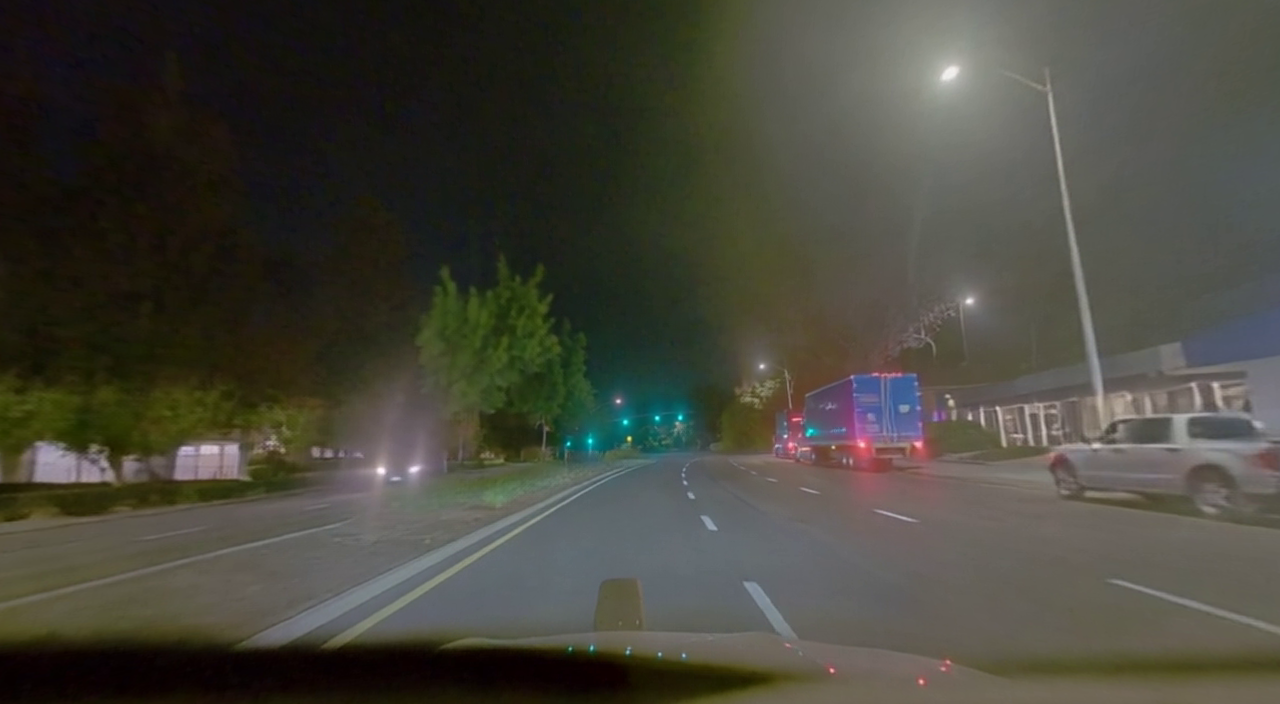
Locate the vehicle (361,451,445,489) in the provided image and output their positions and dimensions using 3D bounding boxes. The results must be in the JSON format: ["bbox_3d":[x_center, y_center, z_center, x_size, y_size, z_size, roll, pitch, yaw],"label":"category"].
[{"bbox_3d":[-10.452,5.214,28.261,1.907,1.505,4.354,-1,-9,2],"label":"vehicle"}]

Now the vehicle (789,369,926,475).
[{"bbox_3d":[11.215,4.230,35.440,2.907,4.439,17.681,-1,-8,5],"label":"vehicle"}]

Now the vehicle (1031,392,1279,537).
[{"bbox_3d":[9.842,1.904,11.139,2.200,1.944,5.935,-1,-9,2],"label":"vehicle"}]
